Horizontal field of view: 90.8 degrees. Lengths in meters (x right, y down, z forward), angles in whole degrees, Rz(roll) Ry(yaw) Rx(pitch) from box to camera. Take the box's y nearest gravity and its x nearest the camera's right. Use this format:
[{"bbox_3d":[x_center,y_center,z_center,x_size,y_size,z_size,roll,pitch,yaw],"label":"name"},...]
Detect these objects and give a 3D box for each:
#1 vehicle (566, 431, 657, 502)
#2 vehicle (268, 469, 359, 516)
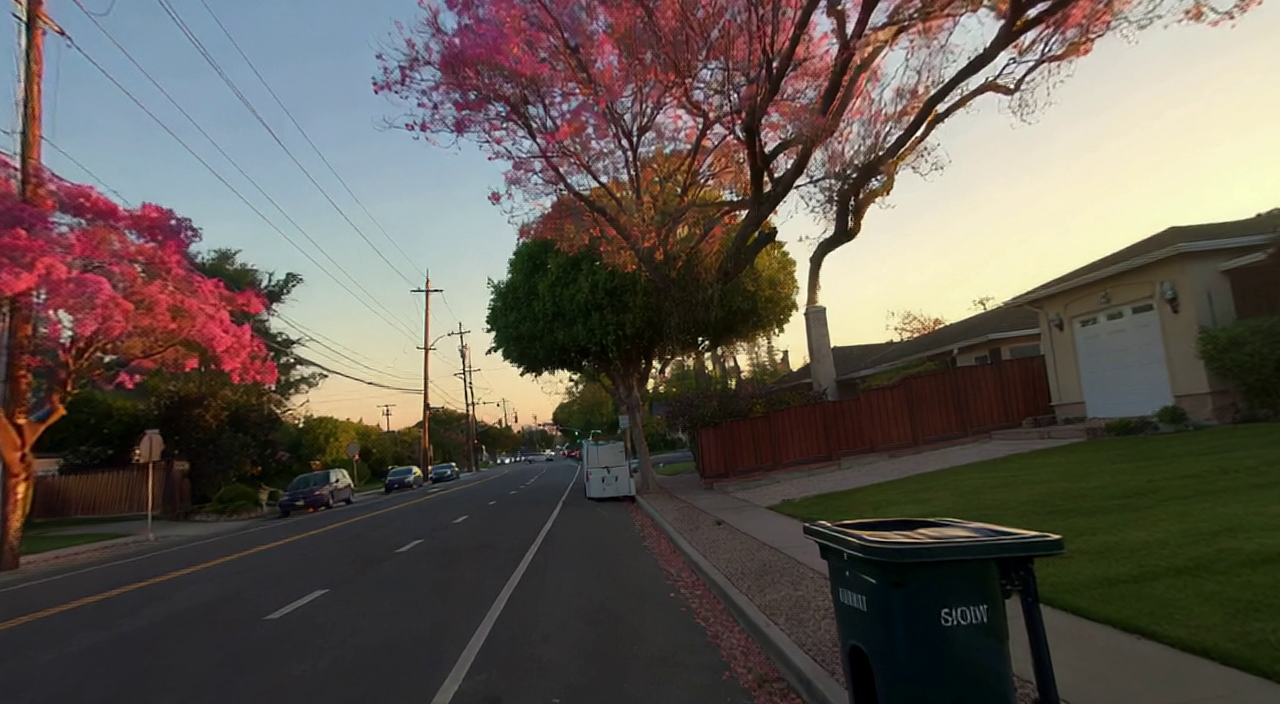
[{"bbox_3d":[-0.846,3.074,17.393,2.190,1.708,4.115,0,-8,-4],"label":"vehicle"},{"bbox_3d":[-13.790,5.914,26.972,1.982,1.660,4.142,1,-8,-6],"label":"vehicle"}]
